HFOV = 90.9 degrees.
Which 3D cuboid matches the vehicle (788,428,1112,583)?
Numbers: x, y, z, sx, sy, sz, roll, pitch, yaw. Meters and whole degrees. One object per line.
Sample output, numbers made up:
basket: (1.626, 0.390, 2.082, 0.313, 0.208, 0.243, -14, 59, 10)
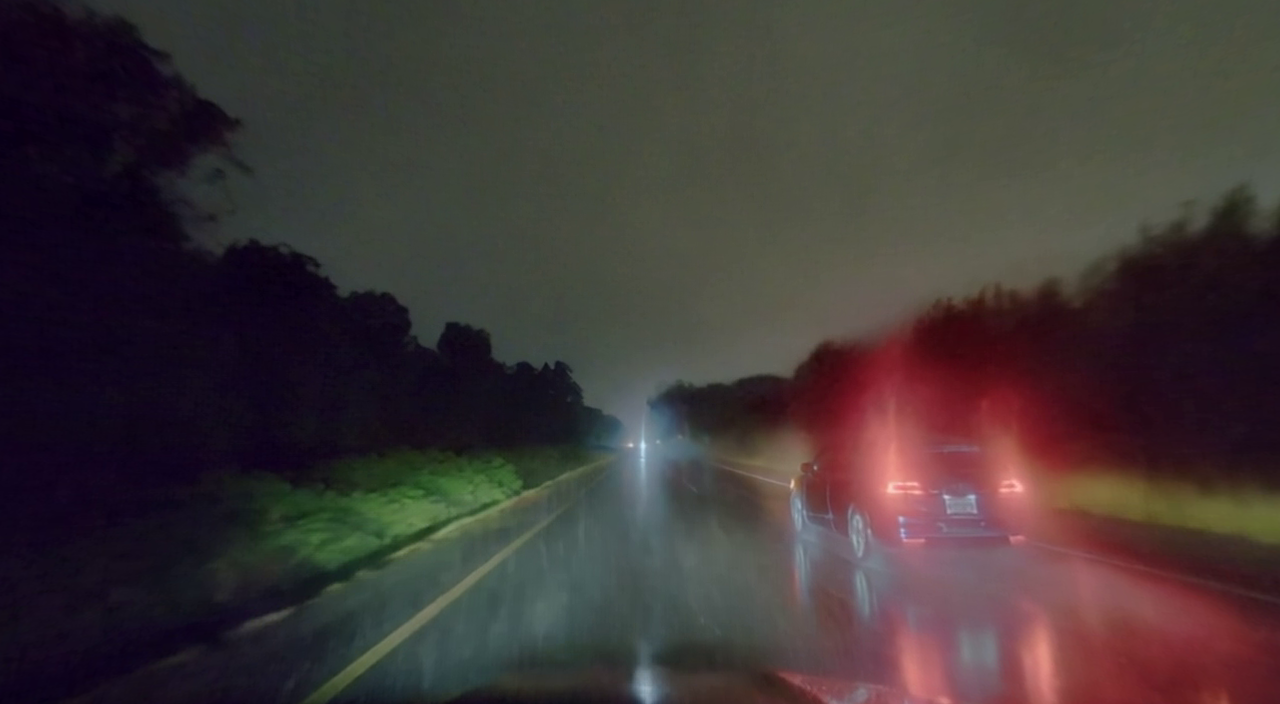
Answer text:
vehicle: (3.515, 1.813, 8.355, 2.003, 1.466, 4.441, 0, -9, 0)
